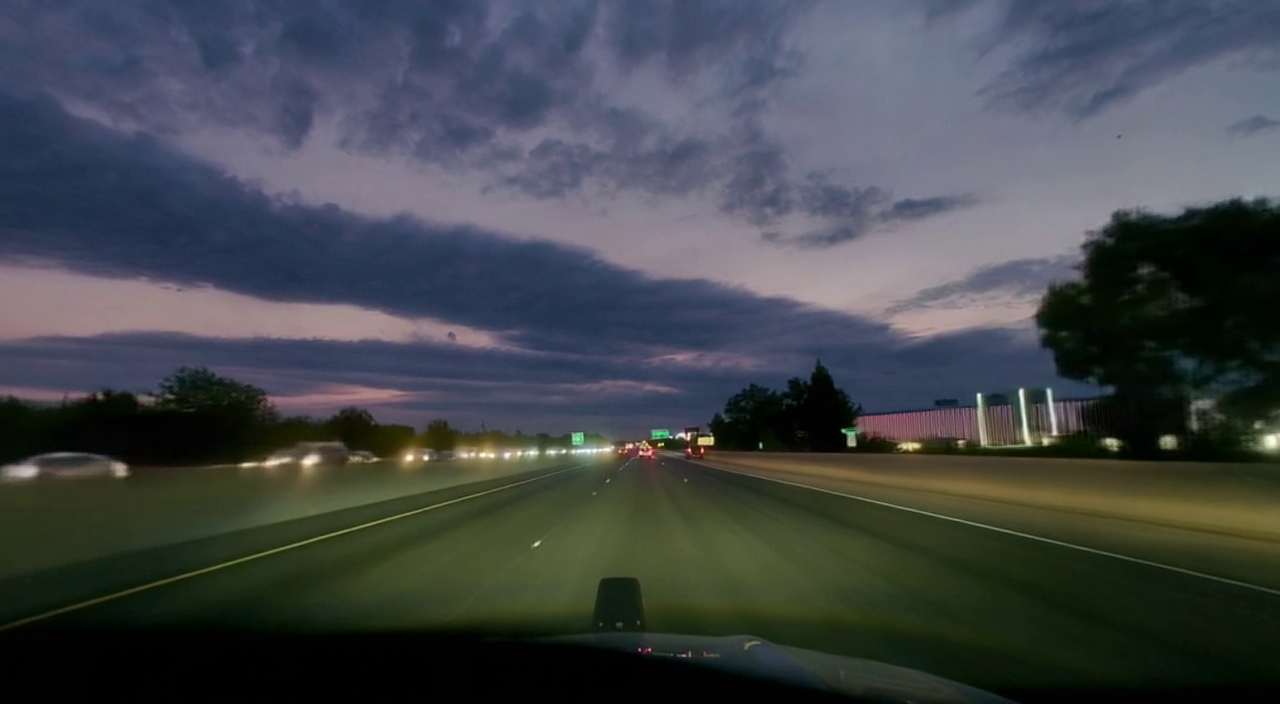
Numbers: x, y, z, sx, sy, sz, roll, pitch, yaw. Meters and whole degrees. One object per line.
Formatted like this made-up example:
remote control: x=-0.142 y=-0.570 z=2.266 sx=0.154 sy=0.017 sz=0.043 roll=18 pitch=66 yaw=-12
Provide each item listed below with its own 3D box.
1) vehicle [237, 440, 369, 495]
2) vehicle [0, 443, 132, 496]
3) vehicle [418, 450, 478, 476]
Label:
vehicle: x=-10.772 y=3.721 z=20.576 sx=1.886 sy=1.568 sz=4.269 roll=0 pitch=-9 yaw=1
vehicle: x=-20.392 y=3.980 z=21.670 sx=1.924 sy=1.584 sz=4.612 roll=0 pitch=-9 yaw=0
vehicle: x=-11.265 y=6.544 z=37.339 sx=1.982 sy=1.420 sz=4.712 roll=-1 pitch=-9 yaw=1
